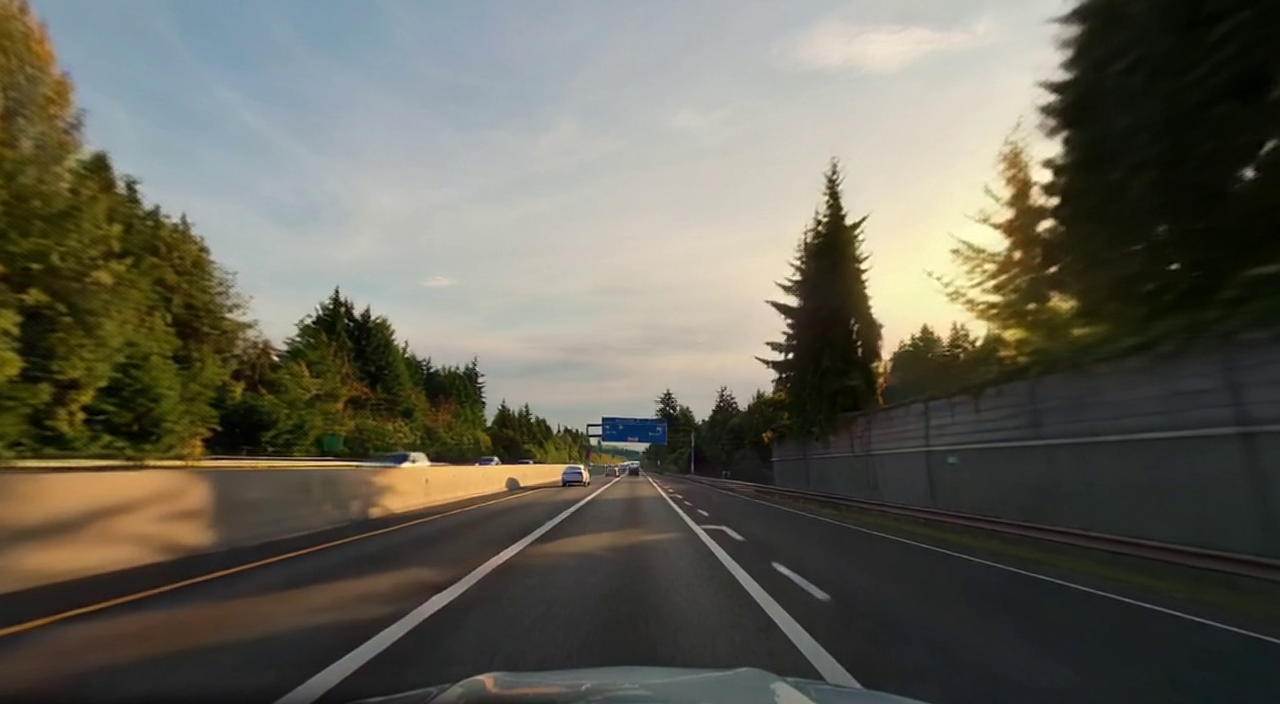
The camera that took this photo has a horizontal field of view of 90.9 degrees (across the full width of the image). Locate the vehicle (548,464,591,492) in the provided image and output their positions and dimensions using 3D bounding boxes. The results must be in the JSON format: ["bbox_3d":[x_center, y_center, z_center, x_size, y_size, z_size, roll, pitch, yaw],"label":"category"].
[{"bbox_3d":[-4.073,7.373,36.969,2.006,1.469,4.050,1,-10,0],"label":"vehicle"}]

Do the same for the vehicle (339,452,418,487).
[{"bbox_3d":[-12.790,5.811,31.185,1.983,1.559,4.378,1,-10,0],"label":"vehicle"}]
